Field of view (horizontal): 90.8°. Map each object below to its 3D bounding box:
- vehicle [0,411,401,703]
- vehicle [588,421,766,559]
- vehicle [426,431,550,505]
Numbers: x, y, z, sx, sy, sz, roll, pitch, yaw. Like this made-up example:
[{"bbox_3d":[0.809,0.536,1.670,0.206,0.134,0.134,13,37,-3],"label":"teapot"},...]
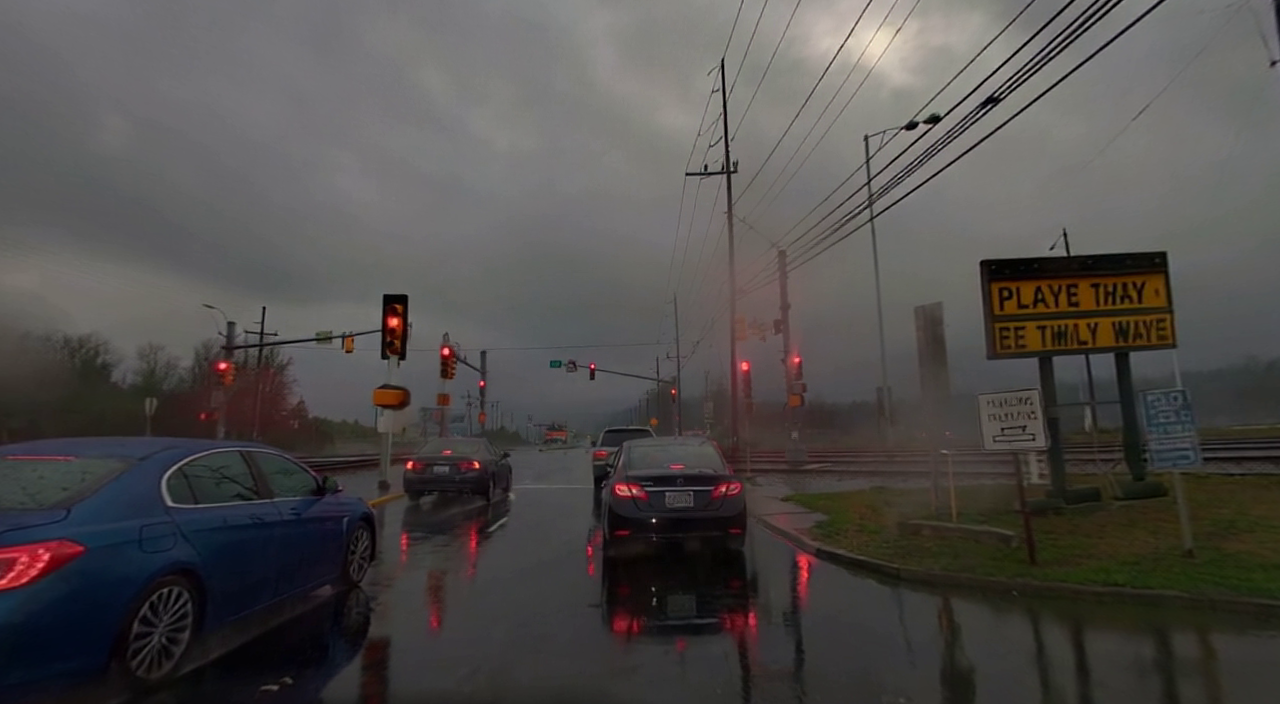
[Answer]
[{"bbox_3d":[-3.705,1.317,4.856,1.956,1.468,4.585,0,-8,0],"label":"vehicle"},{"bbox_3d":[0.321,1.849,9.140,1.998,1.529,3.960,0,-9,-3],"label":"vehicle"},{"bbox_3d":[-3.381,2.663,14.905,1.984,1.505,3.982,0,-8,-1],"label":"vehicle"}]
